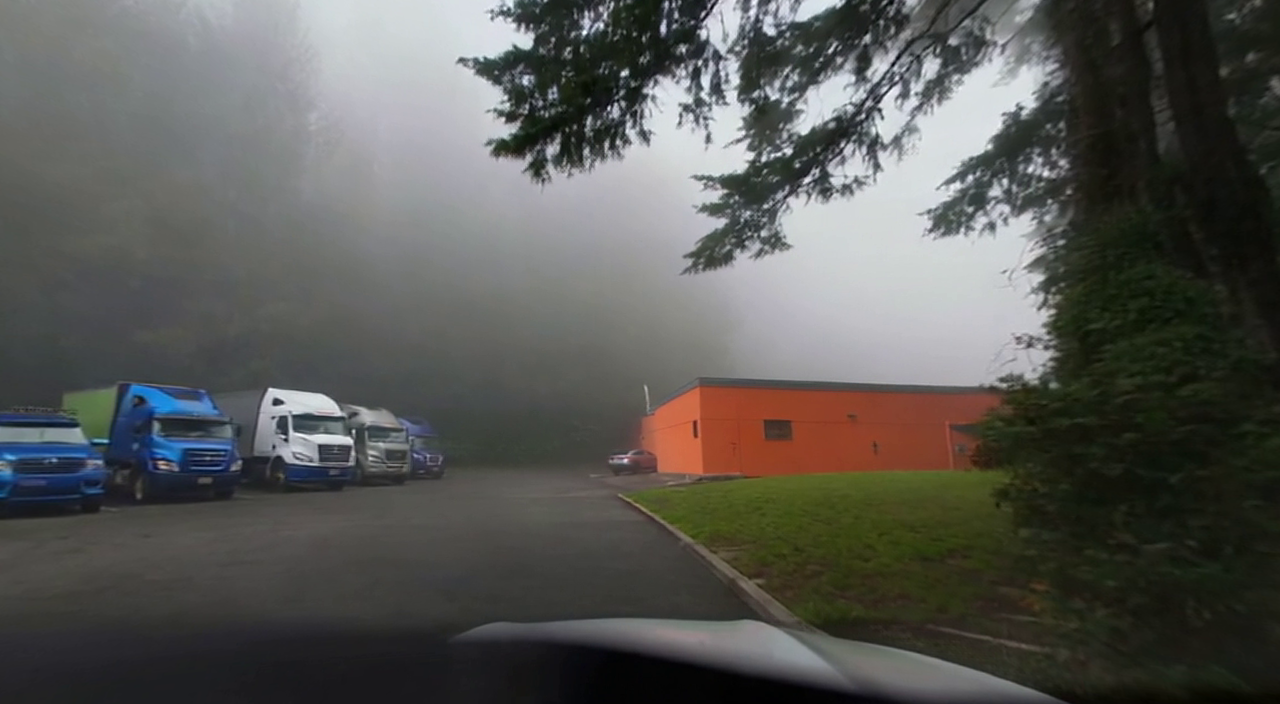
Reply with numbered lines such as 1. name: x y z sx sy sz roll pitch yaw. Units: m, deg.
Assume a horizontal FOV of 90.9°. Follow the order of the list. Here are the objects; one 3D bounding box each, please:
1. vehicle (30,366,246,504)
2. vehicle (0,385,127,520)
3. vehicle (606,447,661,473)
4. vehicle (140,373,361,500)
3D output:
1. vehicle: -18.250 3.059 22.481 11.512 3.871 3.038 -7 -11 37
2. vehicle: -16.966 2.721 17.094 7.819 3.007 2.674 -7 -11 37
3. vehicle: -0.356 6.697 39.145 1.809 1.506 3.473 -6 -11 33
4. vehicle: -15.825 3.445 25.002 11.906 4.069 2.948 -7 -11 36
